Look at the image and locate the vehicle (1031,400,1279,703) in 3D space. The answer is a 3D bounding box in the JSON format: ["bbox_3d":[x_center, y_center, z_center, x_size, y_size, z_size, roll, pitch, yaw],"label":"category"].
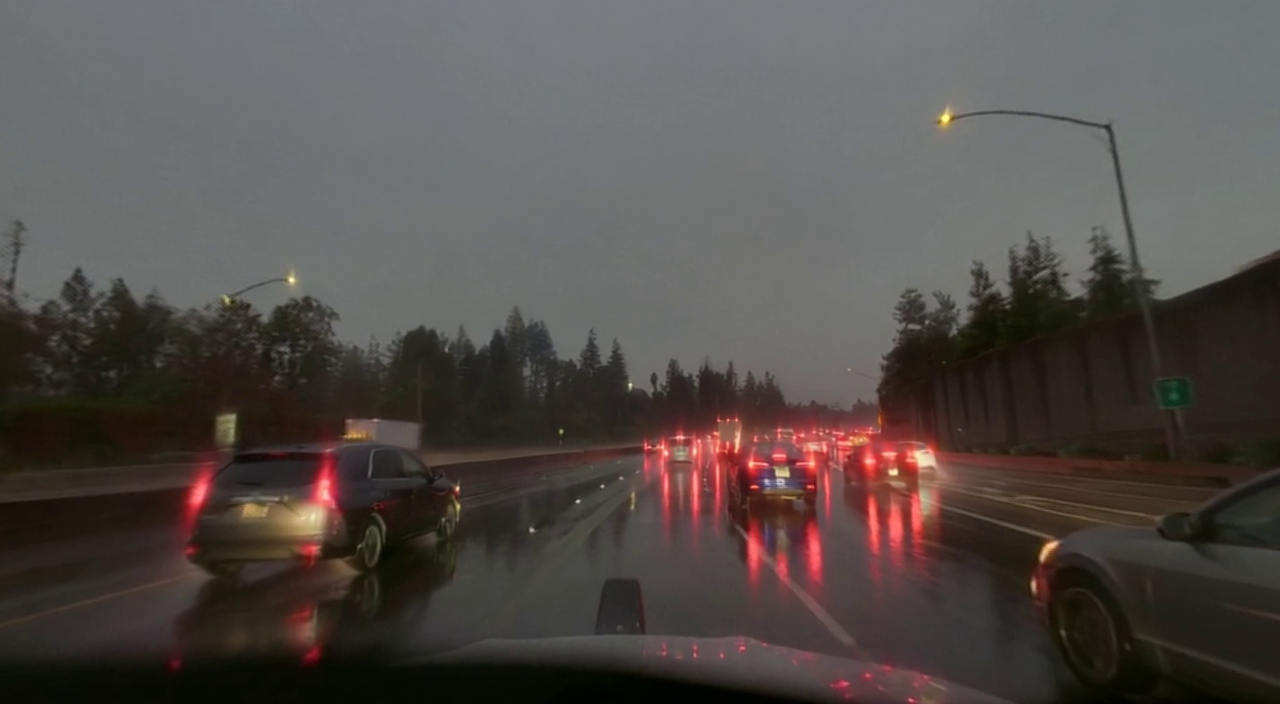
[{"bbox_3d":[3.334,0.778,1.331,2.014,1.489,4.696,0,-9,0],"label":"vehicle"}]

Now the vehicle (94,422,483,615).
[{"bbox_3d":[-3.454,1.714,7.461,1.937,1.558,4.469,0,-9,1],"label":"vehicle"}]

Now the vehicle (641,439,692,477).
[{"bbox_3d":[1.224,4.862,29.012,2.201,1.614,3.803,0,-9,3],"label":"vehicle"}]

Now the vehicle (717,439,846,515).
[{"bbox_3d":[3.100,2.852,14.852,2.009,1.489,4.559,0,-9,0],"label":"vehicle"}]

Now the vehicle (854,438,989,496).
[{"bbox_3d":[8.236,3.407,18.996,2.014,1.506,4.626,0,-9,2],"label":"vehicle"}]
